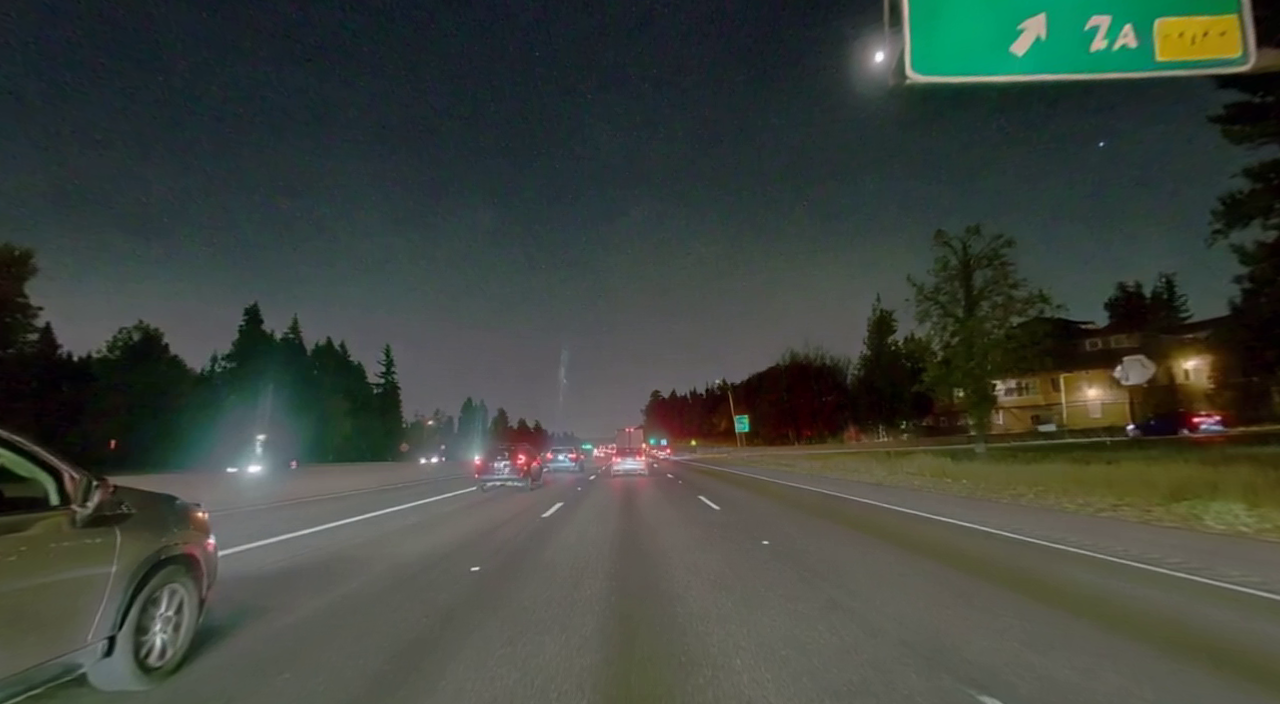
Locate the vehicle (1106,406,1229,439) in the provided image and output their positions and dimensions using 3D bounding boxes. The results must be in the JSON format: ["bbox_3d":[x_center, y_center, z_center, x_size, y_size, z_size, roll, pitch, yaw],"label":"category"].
[{"bbox_3d":[26.300,3.600,31.653,1.894,1.458,4.268,6,-10,-33],"label":"vehicle"}]

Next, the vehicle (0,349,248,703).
[{"bbox_3d":[-3.524,0.741,1.728,2.027,1.713,4.490,0,-9,-1],"label":"vehicle"}]

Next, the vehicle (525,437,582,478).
[{"bbox_3d":[-4.399,5.490,33.085,2.301,1.944,5.482,0,-9,-1],"label":"vehicle"}]

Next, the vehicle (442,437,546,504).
[{"bbox_3d":[-3.962,3.279,17.914,1.988,1.668,4.021,0,-9,0],"label":"vehicle"}]

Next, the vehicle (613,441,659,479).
[{"bbox_3d":[-0.232,5.212,30.847,2.063,1.703,4.203,0,-9,-1],"label":"vehicle"}]
